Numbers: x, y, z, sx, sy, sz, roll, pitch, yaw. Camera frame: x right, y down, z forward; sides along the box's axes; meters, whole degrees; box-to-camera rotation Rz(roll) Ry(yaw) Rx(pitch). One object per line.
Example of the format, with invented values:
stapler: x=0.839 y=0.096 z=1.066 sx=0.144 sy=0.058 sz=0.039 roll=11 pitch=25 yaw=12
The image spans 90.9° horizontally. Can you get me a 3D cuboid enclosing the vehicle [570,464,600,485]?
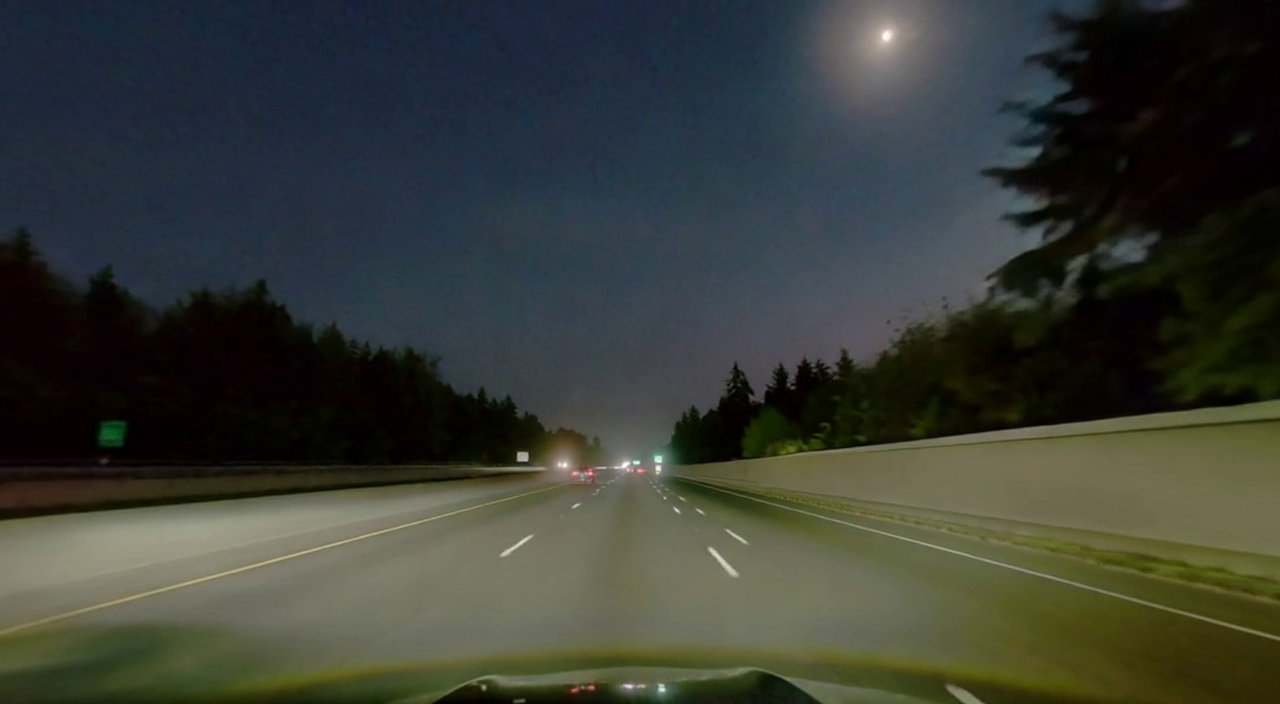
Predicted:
vehicle: x=-4.154 y=9.332 z=48.144 sx=2.006 sy=1.469 sz=4.050 roll=1 pitch=-10 yaw=-1
